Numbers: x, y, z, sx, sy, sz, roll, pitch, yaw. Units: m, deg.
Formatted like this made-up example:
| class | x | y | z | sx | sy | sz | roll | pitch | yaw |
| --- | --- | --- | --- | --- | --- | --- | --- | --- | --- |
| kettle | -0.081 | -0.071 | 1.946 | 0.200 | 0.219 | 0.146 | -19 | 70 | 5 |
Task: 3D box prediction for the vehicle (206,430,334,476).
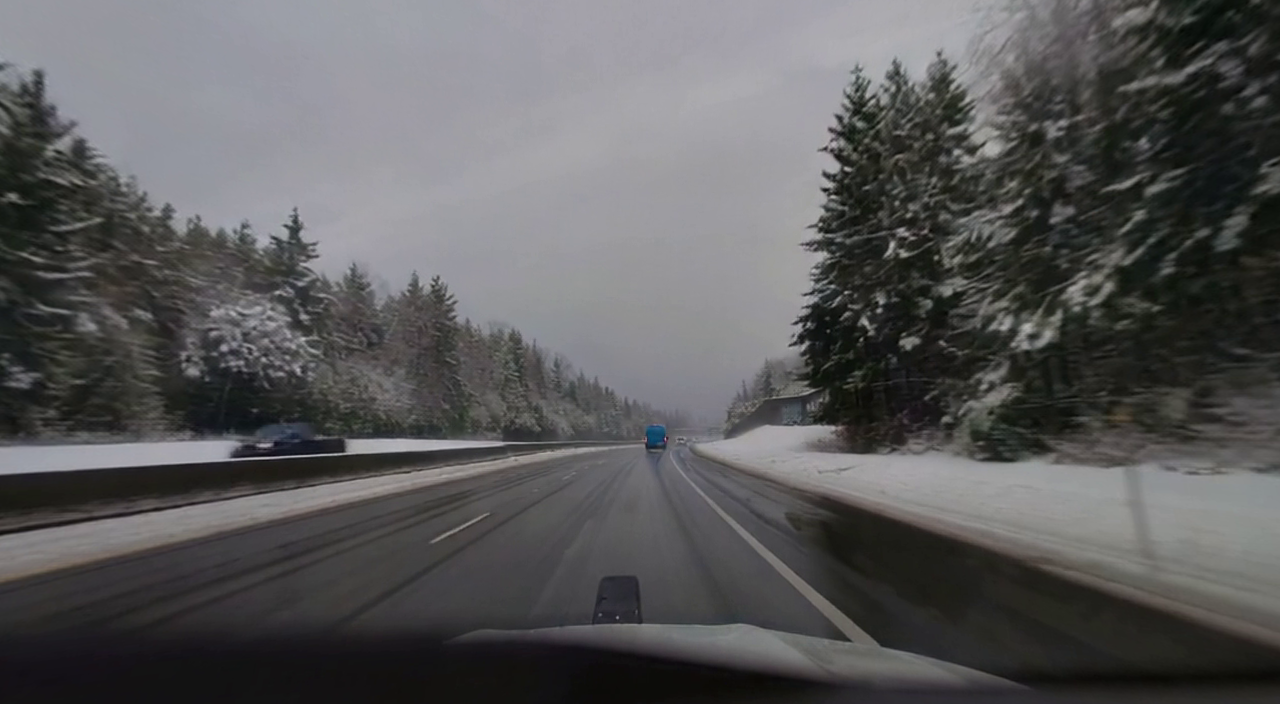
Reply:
| class | x | y | z | sx | sy | sz | roll | pitch | yaw |
| --- | --- | --- | --- | --- | --- | --- | --- | --- | --- |
| vehicle | -13.438 | 3.655 | 23.255 | 1.864 | 1.511 | 4.523 | 0 | -8 | 2 |
